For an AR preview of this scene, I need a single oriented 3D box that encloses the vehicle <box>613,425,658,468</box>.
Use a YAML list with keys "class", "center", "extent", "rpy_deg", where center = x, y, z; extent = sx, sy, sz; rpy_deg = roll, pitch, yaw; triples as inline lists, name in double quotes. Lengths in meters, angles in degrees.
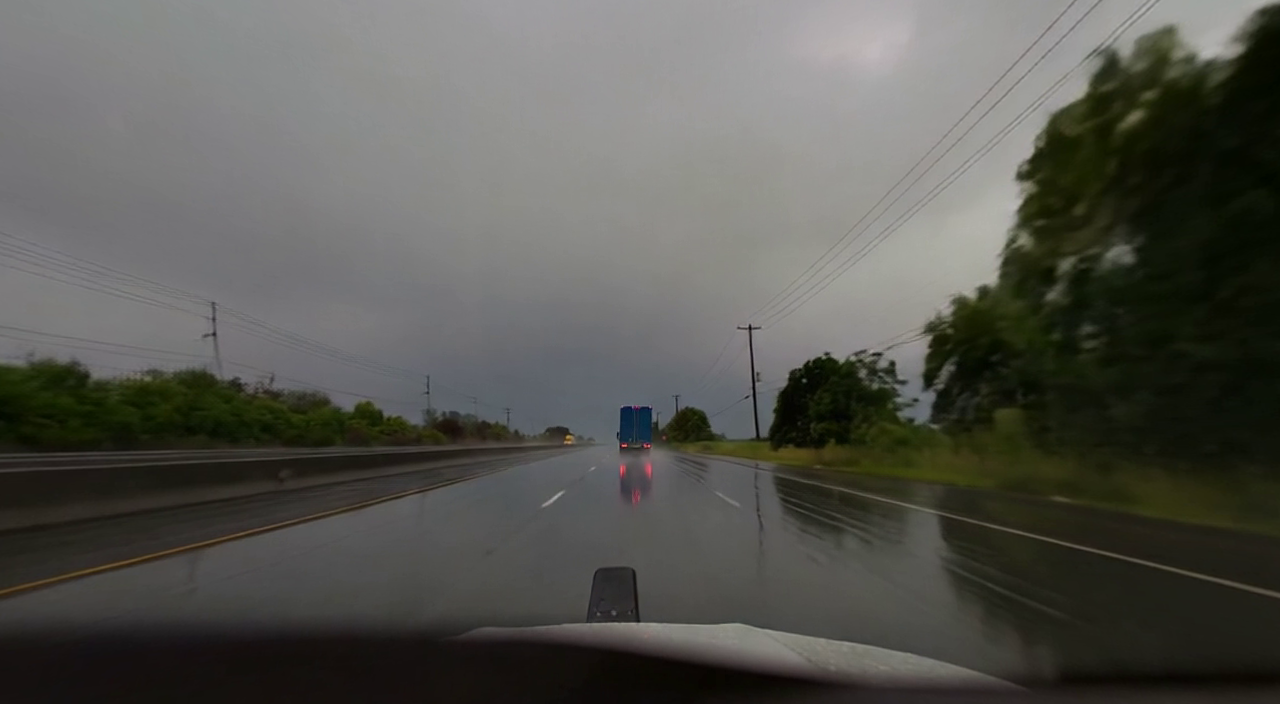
- class: "vehicle"
  center: [-0.299, 5.053, 33.942]
  extent: [2.240, 2.129, 4.480]
  rpy_deg: [0, -8, -2]
